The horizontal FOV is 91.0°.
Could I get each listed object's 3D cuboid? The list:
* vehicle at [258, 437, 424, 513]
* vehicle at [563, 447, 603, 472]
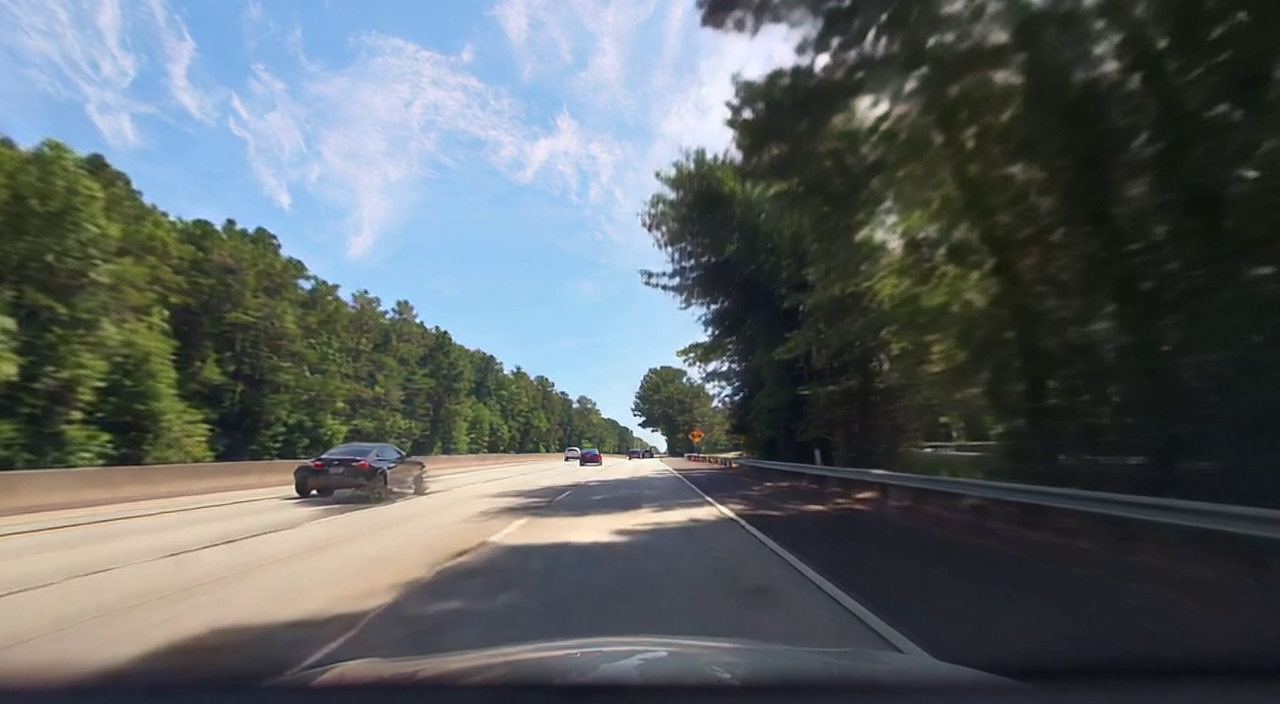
[{"bbox_3d":[-7.181,2.965,15.708,2.007,1.616,4.141,0,-9,1],"label":"vehicle"},{"bbox_3d":[-3.696,7.020,41.313,2.104,1.558,4.639,0,-9,1],"label":"vehicle"}]
